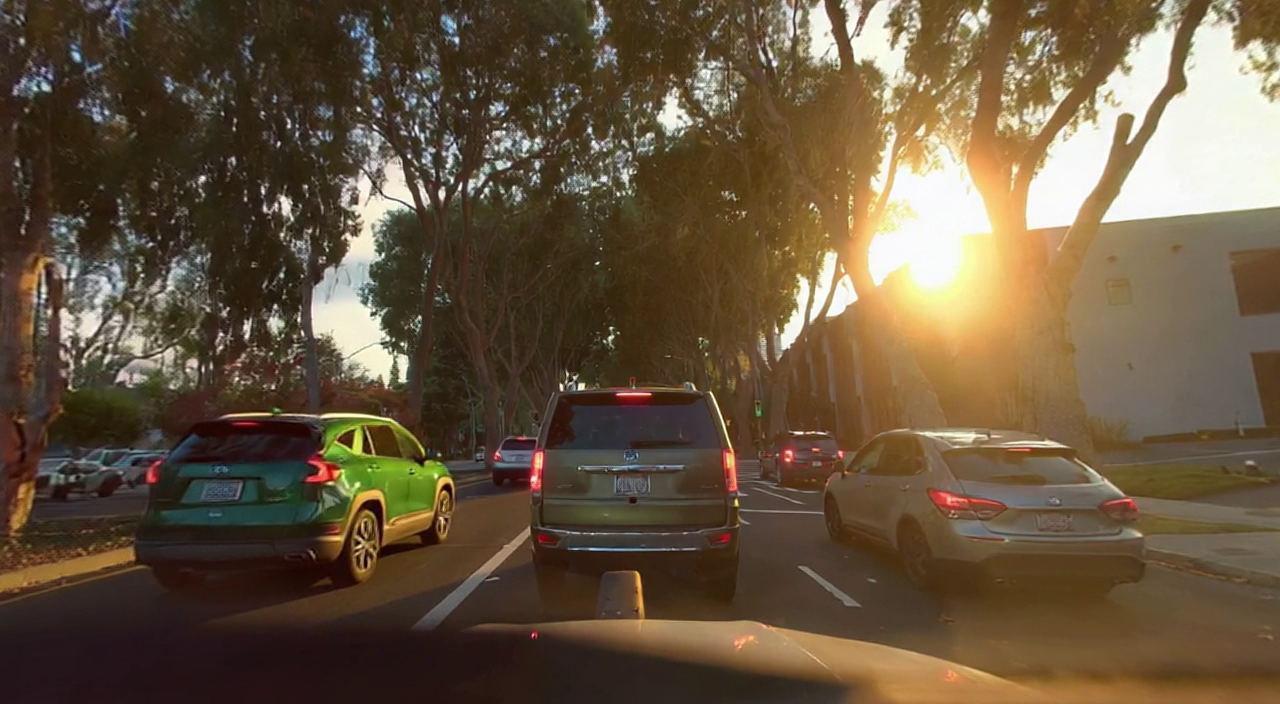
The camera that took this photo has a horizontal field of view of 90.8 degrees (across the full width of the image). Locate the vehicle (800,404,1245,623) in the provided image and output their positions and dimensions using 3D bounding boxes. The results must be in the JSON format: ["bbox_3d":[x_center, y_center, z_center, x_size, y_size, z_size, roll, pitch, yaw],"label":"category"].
[{"bbox_3d":[3.474,1.553,7.037,2.202,1.657,4.298,0,-9,-1],"label":"vehicle"}]

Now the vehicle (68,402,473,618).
[{"bbox_3d":[-3.371,1.507,6.927,1.961,1.639,4.064,0,-9,0],"label":"vehicle"}]

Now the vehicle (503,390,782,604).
[{"bbox_3d":[-0.001,1.487,7.240,2.294,1.761,3.857,0,-9,-1],"label":"vehicle"}]
